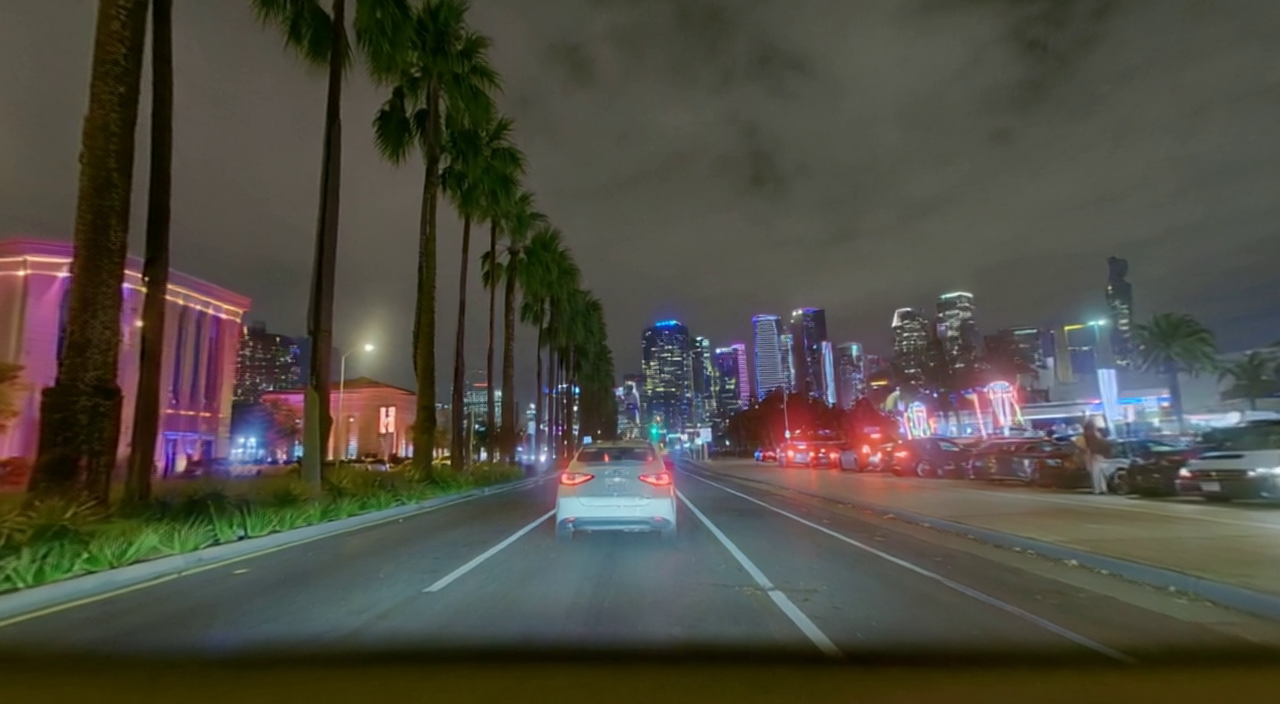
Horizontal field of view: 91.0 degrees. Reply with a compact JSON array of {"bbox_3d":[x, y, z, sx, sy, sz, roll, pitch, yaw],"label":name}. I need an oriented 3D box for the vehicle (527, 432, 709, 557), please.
[{"bbox_3d":[-0.262,2.054,9.767,2.235,1.528,3.876,0,-9,0],"label":"vehicle"}]

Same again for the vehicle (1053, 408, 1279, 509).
[{"bbox_3d":[12.905,2.332,14.187,5.301,1.962,2.431,-3,-8,4],"label":"vehicle"}]
